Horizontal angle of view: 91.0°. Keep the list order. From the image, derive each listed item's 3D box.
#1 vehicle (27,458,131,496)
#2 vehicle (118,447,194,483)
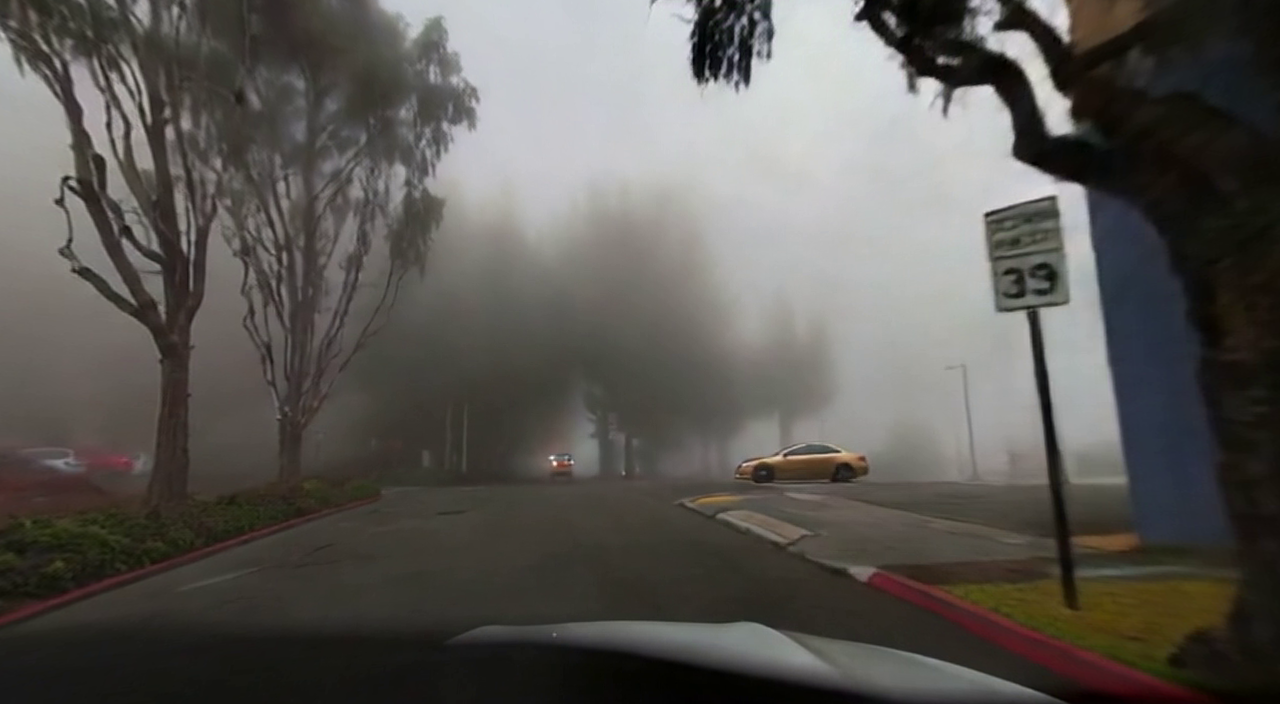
[{"bbox_3d":[-25.883,5.792,29.221,1.675,1.587,3.980,0,-11,-11],"label":"vehicle"},{"bbox_3d":[-29.667,6.912,38.745,1.870,1.563,4.039,13,-8,-11],"label":"vehicle"}]
